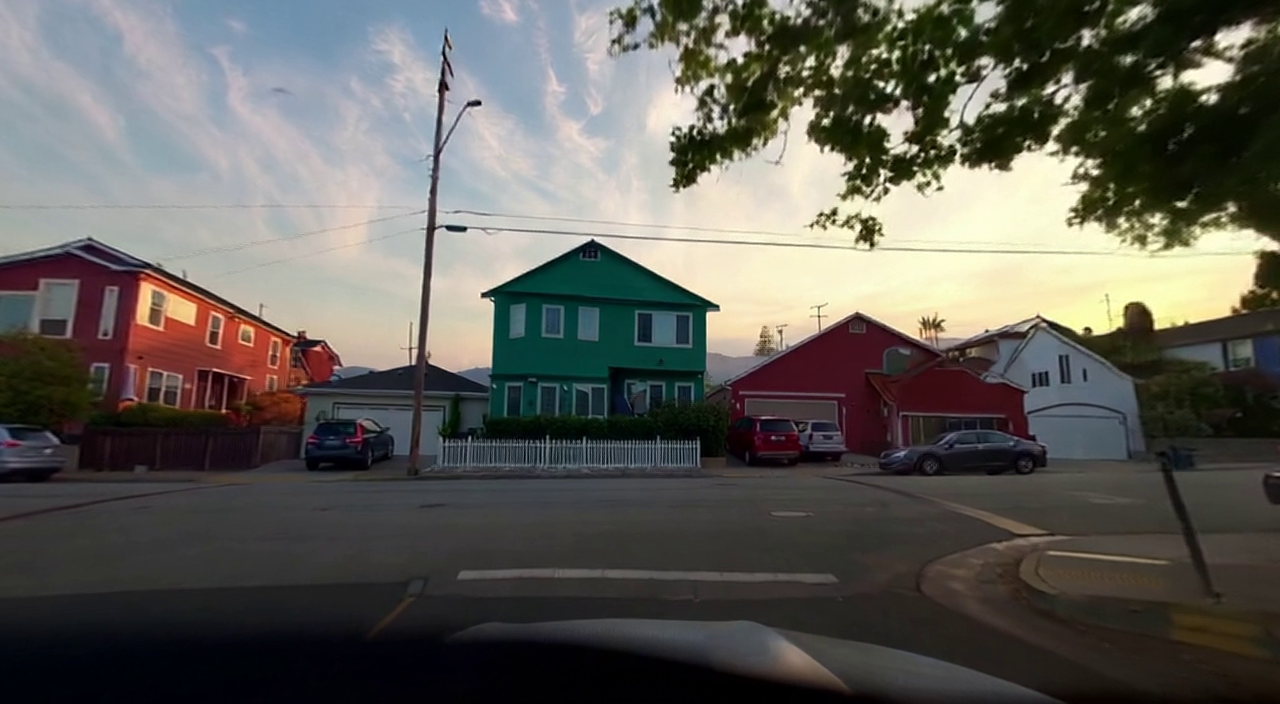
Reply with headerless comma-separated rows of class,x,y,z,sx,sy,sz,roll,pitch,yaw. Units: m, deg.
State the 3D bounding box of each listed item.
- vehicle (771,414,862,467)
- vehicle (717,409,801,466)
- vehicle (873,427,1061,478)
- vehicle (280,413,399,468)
vehicle,6.446,3.287,23.471,2.053,1.756,4.034,0,-8,-2
vehicle,4.266,3.114,23.312,2.081,1.891,4.367,0,-6,-2
vehicle,9.933,3.092,19.426,4.644,1.482,1.997,0,-9,0
vehicle,-10.578,3.204,22.638,2.091,1.760,4.760,0,-9,-2
